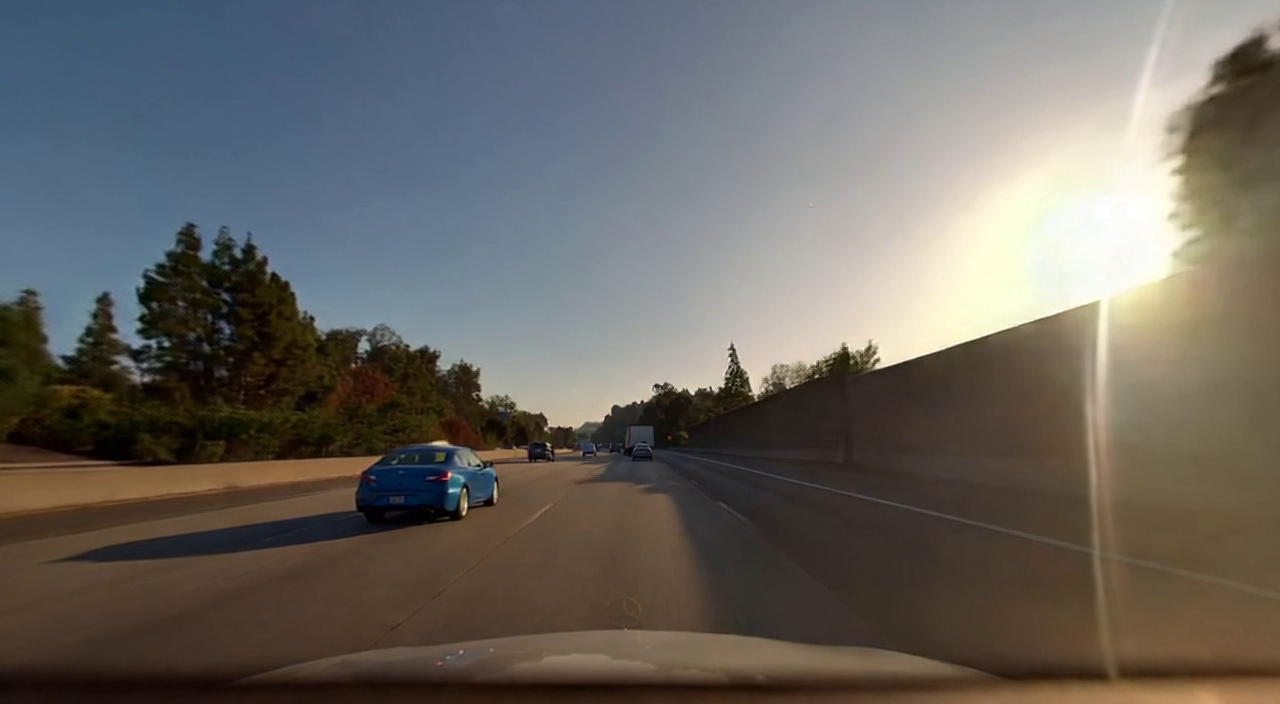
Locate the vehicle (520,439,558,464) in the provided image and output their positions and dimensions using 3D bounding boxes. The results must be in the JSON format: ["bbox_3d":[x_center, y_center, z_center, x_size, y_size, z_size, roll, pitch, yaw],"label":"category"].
[{"bbox_3d":[-7.499,7.470,47.225,2.068,1.757,4.611,0,-8,0],"label":"vehicle"}]

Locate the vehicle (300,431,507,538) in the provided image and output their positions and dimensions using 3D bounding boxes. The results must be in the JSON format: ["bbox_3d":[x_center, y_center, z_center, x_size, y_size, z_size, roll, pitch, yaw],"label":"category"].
[{"bbox_3d":[-3.830,2.215,11.192,2.000,1.512,4.371,0,-9,0],"label":"vehicle"}]

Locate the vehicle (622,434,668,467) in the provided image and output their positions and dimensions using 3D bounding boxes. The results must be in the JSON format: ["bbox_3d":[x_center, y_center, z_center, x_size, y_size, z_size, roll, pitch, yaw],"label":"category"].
[{"bbox_3d":[0.268,6.469,41.491,2.856,1.994,4.931,0,-8,-1],"label":"vehicle"}]
